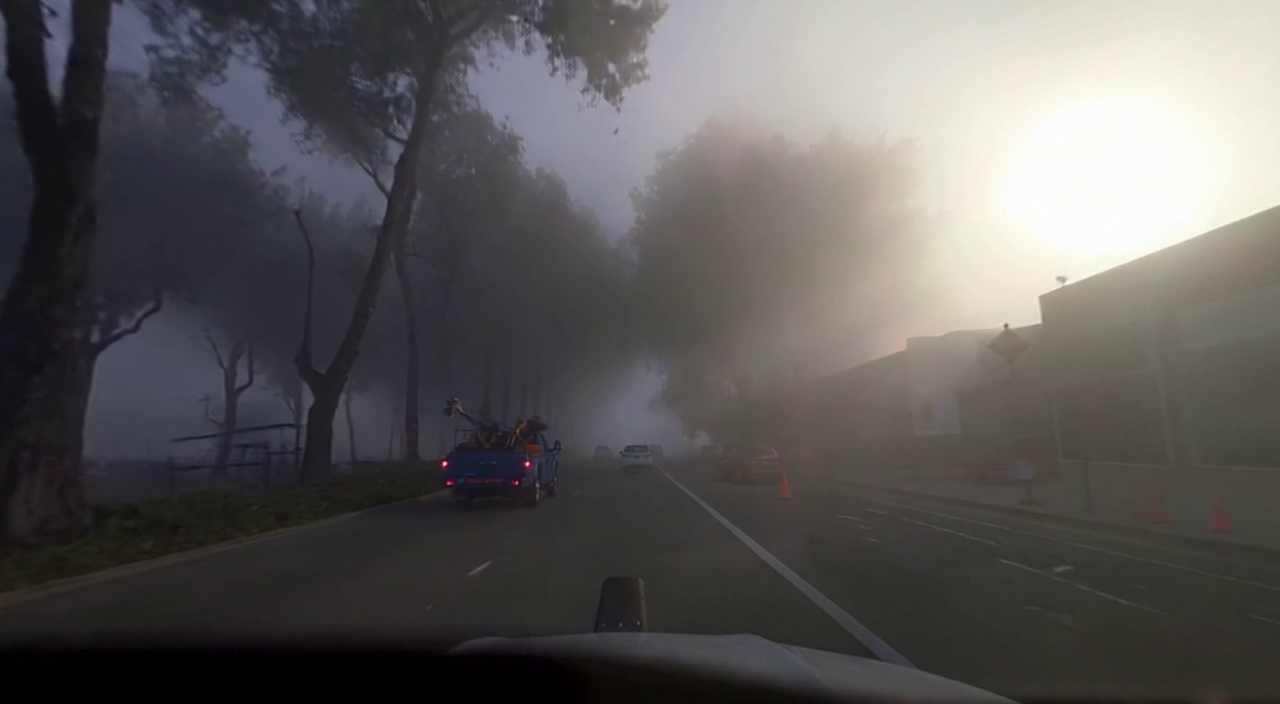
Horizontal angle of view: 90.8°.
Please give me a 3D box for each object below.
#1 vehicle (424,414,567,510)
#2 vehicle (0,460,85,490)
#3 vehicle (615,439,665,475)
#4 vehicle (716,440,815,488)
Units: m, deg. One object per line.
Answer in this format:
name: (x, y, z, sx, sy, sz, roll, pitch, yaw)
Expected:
vehicle: (-3.467, 2.814, 16.611, 2.424, 2.063, 5.678, 0, -9, 0)
vehicle: (-34.801, 6.980, 36.091, 1.876, 1.470, 4.711, 0, -9, 0)
vehicle: (-0.049, 5.448, 32.994, 2.413, 1.748, 4.406, 0, -9, -1)
vehicle: (4.520, 4.100, 23.551, 2.082, 1.601, 4.451, 1, -9, -10)
